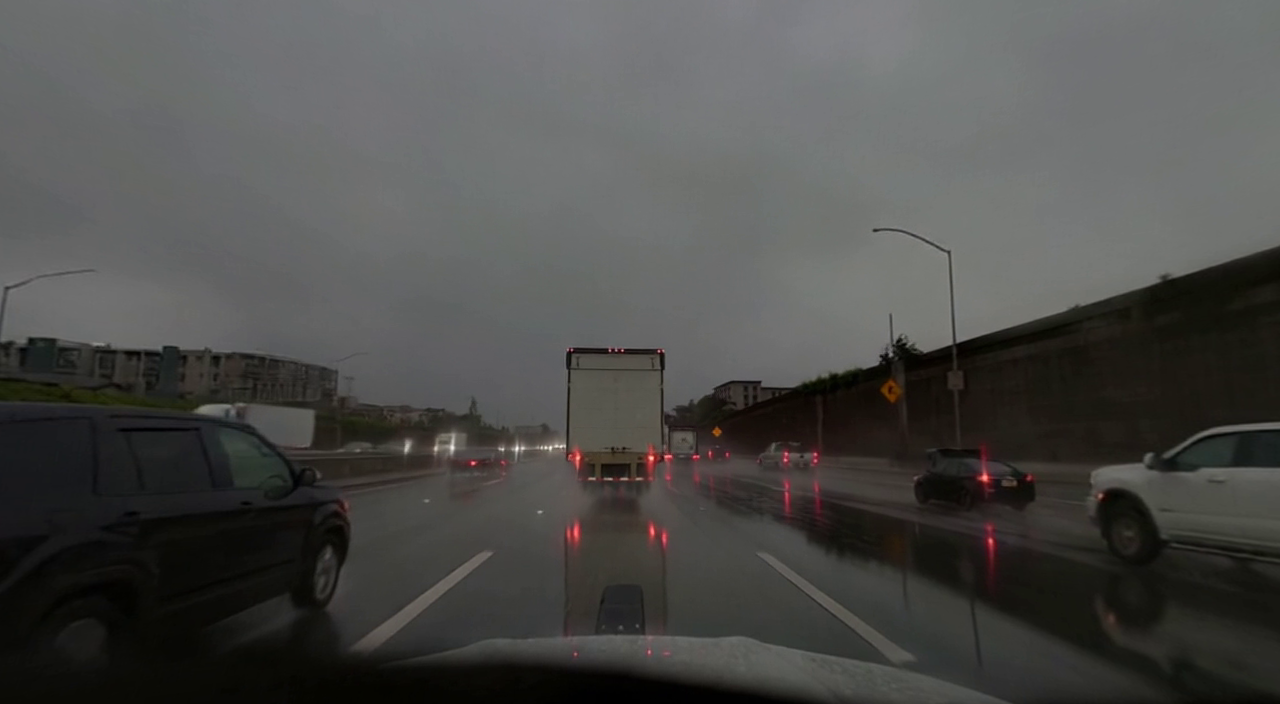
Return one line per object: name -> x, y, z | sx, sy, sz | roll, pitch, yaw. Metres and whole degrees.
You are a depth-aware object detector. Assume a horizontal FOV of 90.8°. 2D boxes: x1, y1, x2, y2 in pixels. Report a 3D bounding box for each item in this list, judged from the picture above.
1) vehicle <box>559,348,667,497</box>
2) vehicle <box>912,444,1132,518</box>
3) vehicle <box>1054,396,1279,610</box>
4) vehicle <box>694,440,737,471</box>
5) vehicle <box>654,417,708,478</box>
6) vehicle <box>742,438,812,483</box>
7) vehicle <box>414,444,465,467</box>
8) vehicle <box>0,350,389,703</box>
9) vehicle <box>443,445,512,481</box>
vehicle -> -0.755, 2.708, 22.636 | 2.906, 4.040, 10.743 | 0, -9, 0
vehicle -> 8.800, 2.989, 15.280 | 2.002, 1.472, 4.950 | 0, -9, -4
vehicle -> 6.336, 1.259, 5.366 | 2.188, 1.731, 5.031 | 0, -9, 0
vehicle -> 5.475, 7.617, 46.645 | 2.297, 2.116, 5.052 | 0, -9, -2
vehicle -> 2.473, 6.218, 41.028 | 2.669, 3.491, 8.645 | 0, -9, -1
vehicle -> 6.260, 5.036, 29.530 | 2.070, 1.888, 4.546 | 0, -9, -2
vehicle -> -13.787, 7.117, 43.763 | 2.120, 1.496, 4.655 | 0, -8, -2
vehicle -> -3.335, 1.069, 3.872 | 1.946, 1.641, 4.105 | 0, -9, -1
vehicle -> -7.334, 5.047, 29.074 | 1.973, 1.471, 4.779 | 0, -9, -1
